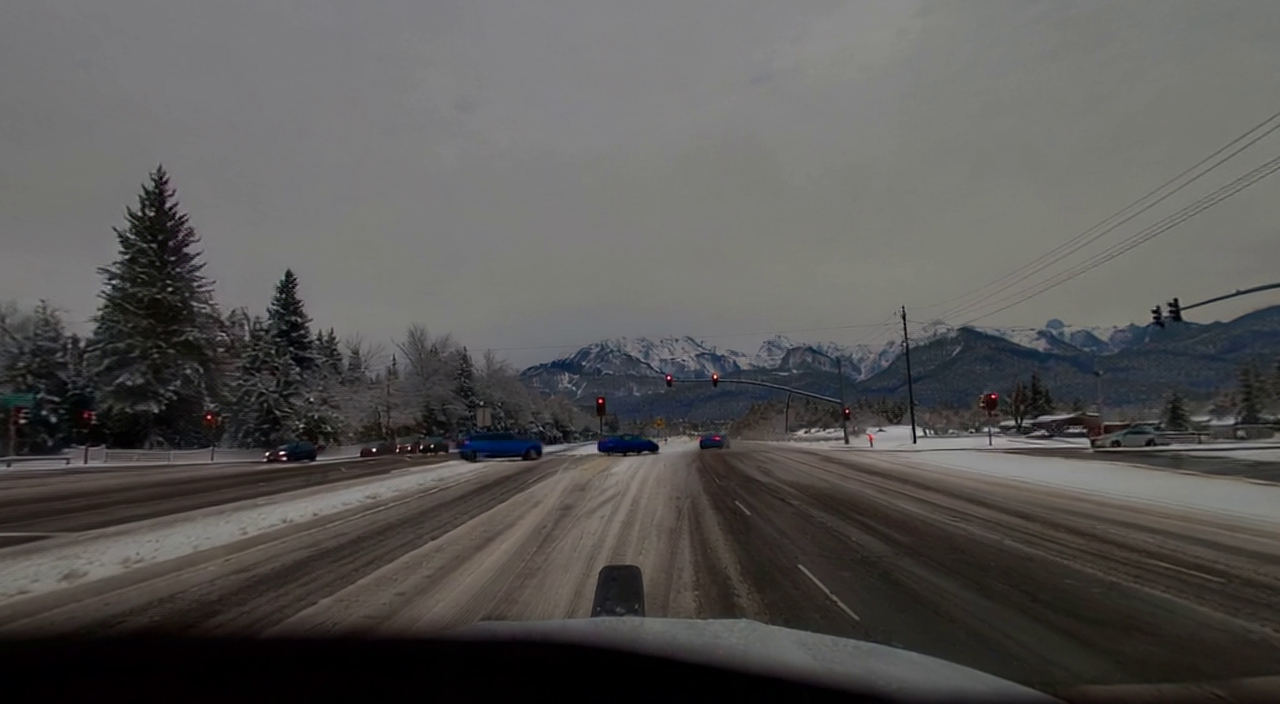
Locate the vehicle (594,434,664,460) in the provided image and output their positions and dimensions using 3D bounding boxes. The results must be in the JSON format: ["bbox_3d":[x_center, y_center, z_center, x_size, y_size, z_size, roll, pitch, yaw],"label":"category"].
[{"bbox_3d":[-0.683,6.075,40.440,4.218,1.542,2.044,8,-12,-44],"label":"vehicle"}]

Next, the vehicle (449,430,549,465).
[{"bbox_3d":[-7.551,5.139,34.050,4.812,1.735,2.105,5,-10,-29],"label":"vehicle"}]

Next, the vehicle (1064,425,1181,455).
[{"bbox_3d":[28.325,5.197,37.182,5.100,1.680,2.055,0,-8,1],"label":"vehicle"}]

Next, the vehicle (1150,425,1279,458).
[{"bbox_3d":[27.301,4.237,29.781,4.778,1.495,1.959,0,-8,0],"label":"vehicle"}]
